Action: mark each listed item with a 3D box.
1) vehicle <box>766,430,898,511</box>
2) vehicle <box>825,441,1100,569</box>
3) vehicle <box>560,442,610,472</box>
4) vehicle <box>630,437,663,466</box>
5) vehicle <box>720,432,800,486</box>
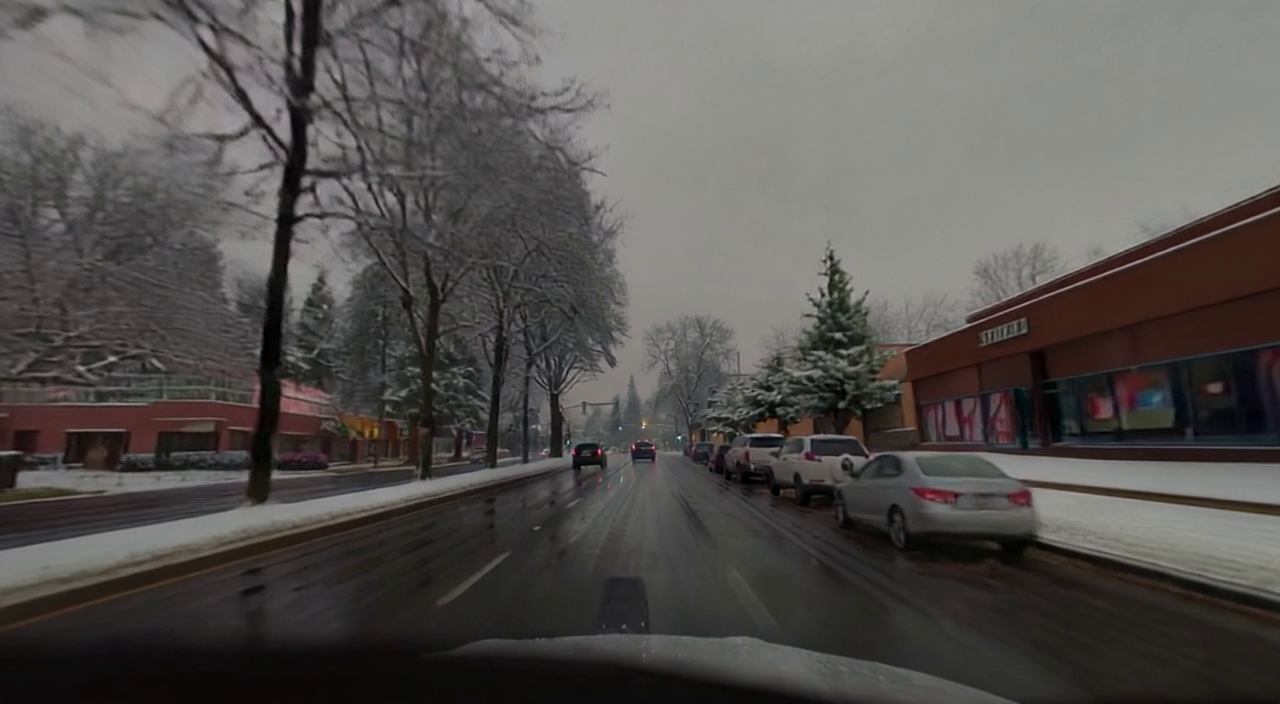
[{"bbox_3d":[4.502,2.839,15.565,1.900,1.702,4.358,0,-9,0],"label":"vehicle"},{"bbox_3d":[4.376,2.097,9.499,1.896,1.451,4.329,0,-9,1],"label":"vehicle"},{"bbox_3d":[-2.872,5.600,33.956,2.151,1.484,4.468,0,-9,2],"label":"vehicle"},{"bbox_3d":[0.419,6.499,41.275,2.075,1.770,4.018,0,-9,1],"label":"vehicle"},{"bbox_3d":[4.361,3.966,23.714,2.068,1.809,4.889,0,-9,0],"label":"vehicle"}]
